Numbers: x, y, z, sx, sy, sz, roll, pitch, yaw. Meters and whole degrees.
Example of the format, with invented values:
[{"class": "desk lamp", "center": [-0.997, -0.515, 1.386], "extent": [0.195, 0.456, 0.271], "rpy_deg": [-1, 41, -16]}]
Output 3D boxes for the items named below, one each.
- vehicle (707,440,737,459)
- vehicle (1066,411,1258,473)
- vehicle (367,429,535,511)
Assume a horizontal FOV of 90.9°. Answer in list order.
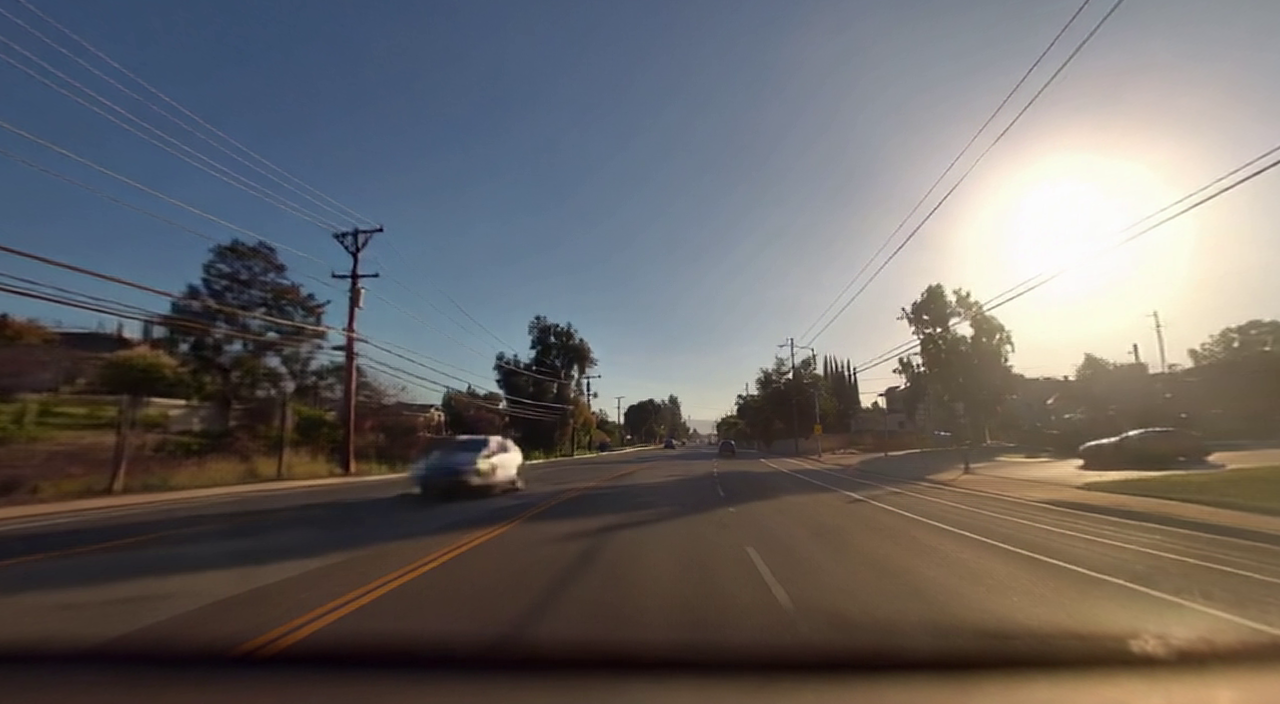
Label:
[{"class": "vehicle", "center": [6.347, 7.639, 49.307], "extent": [1.982, 1.451, 4.152], "rpy_deg": [-1, -9, 3]}, {"class": "vehicle", "center": [18.000, 3.190, 22.117], "extent": [4.687, 1.805, 2.130], "rpy_deg": [-8, -11, 29]}, {"class": "vehicle", "center": [-3.866, 2.512, 13.831], "extent": [1.974, 1.479, 4.392], "rpy_deg": [-1, -9, 5]}]
